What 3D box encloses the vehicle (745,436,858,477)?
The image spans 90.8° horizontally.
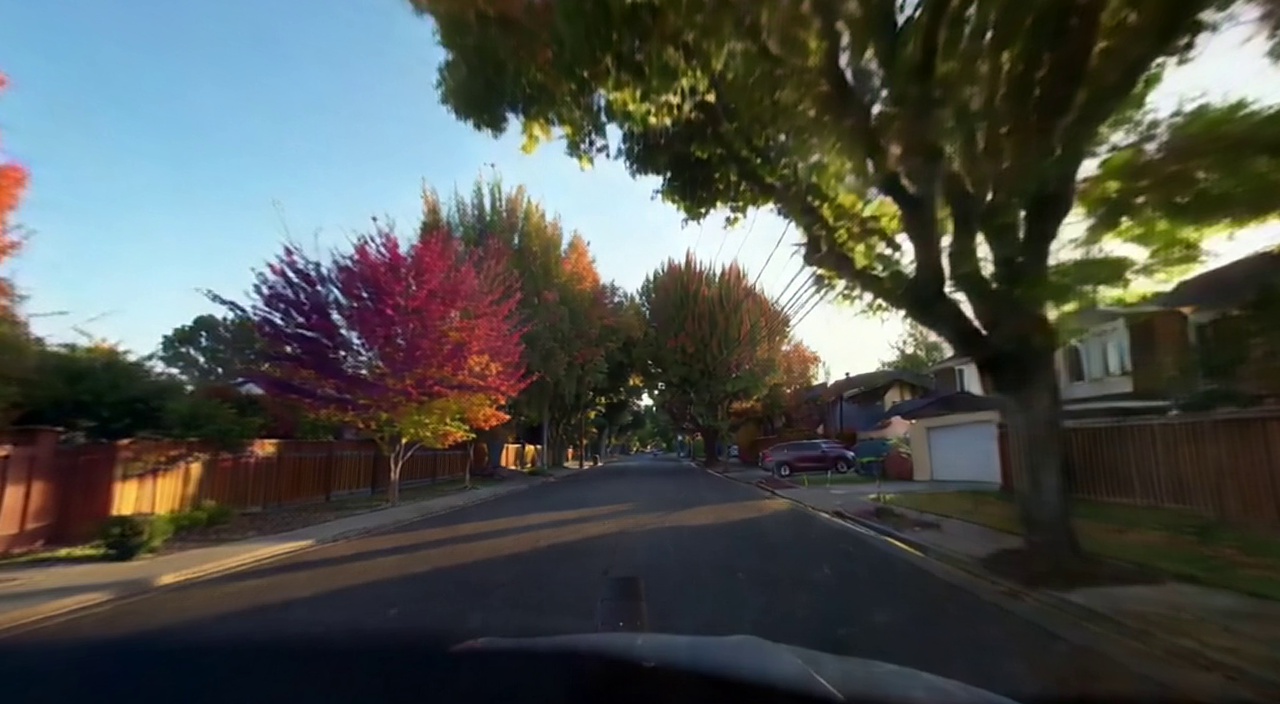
[{"bbox_3d":[7.570,4.950,30.045,4.806,1.851,2.050,-1,-9,3],"label":"vehicle"}]
